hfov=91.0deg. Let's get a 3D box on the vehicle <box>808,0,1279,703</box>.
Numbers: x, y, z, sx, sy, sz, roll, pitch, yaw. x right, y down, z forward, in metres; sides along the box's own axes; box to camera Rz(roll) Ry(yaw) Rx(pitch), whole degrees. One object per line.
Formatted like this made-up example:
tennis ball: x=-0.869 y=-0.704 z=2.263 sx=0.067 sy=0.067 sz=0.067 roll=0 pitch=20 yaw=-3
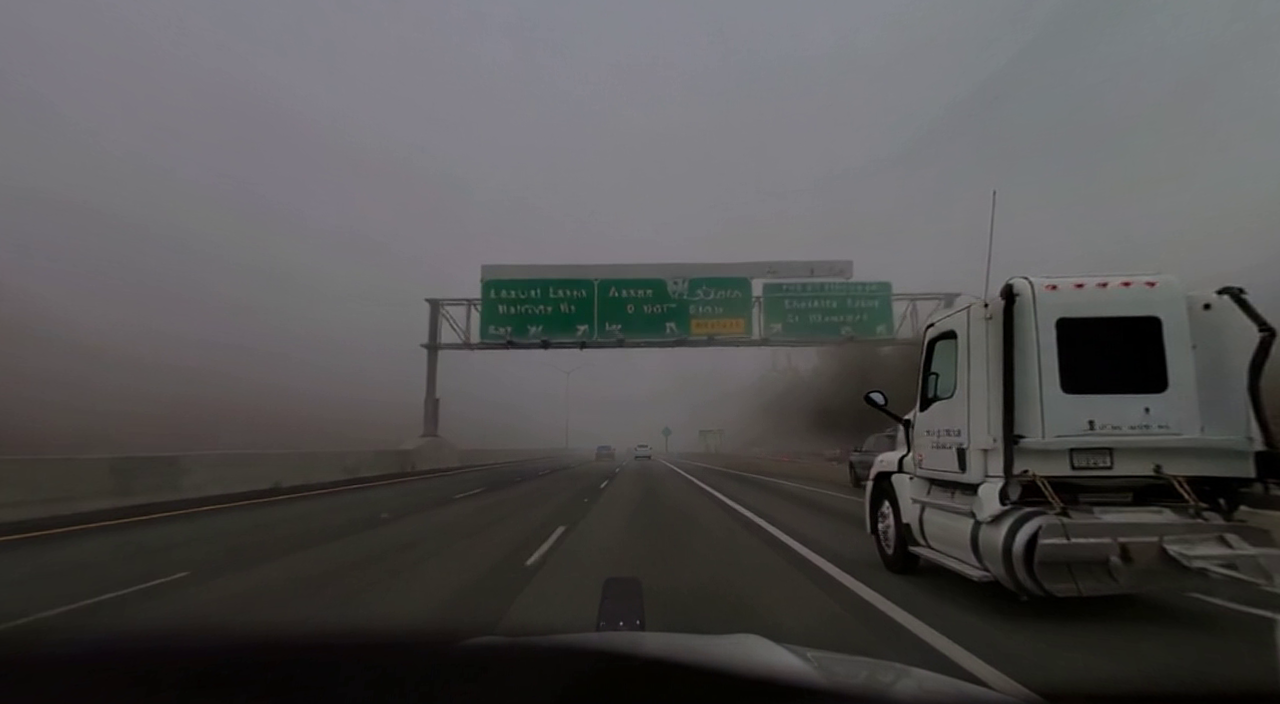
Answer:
vehicle: x=4.052 y=0.293 z=6.246 sx=3.042 sy=4.037 sz=7.253 roll=0 pitch=-9 yaw=3
